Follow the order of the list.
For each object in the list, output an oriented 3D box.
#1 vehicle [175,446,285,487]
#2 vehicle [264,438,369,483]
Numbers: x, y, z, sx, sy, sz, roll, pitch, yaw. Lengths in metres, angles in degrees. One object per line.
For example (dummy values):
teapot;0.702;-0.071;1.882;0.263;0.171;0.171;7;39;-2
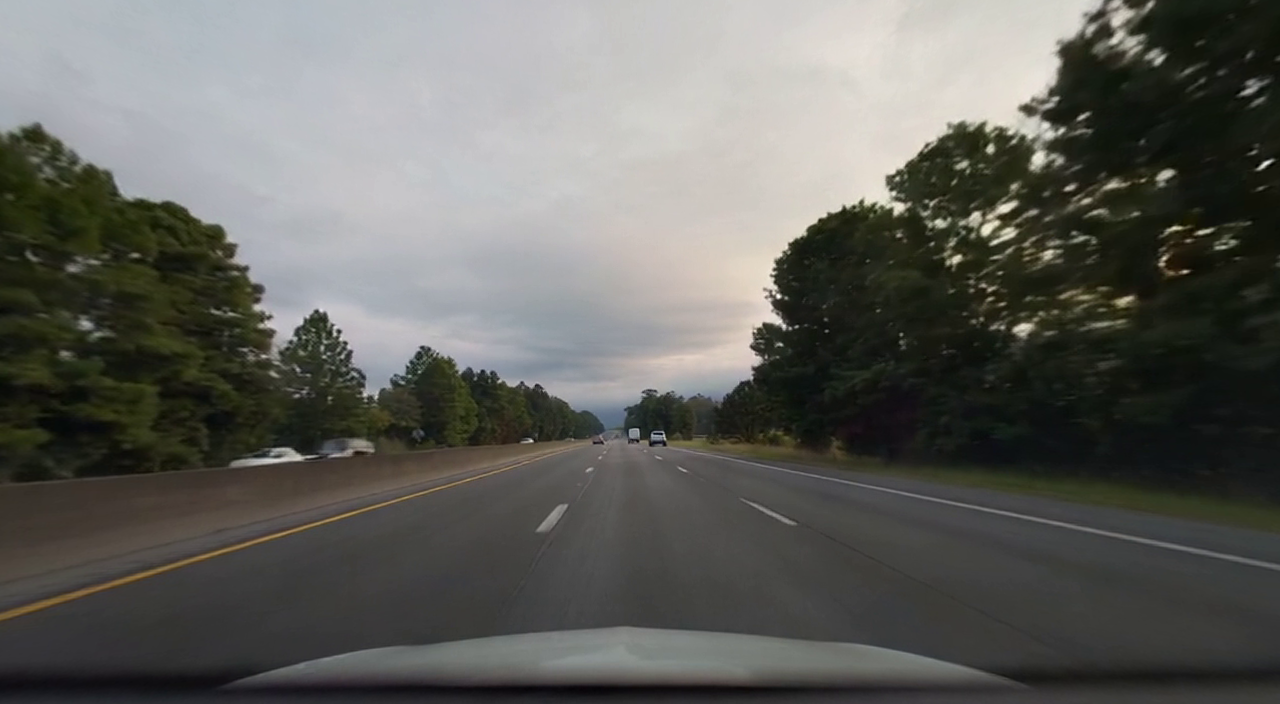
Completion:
vehicle;-16.783;4.682;26.092;1.844;1.456;4.265;0;-8;-3
vehicle;-12.094;4.047;23.953;1.886;1.527;4.215;0;-8;-2
